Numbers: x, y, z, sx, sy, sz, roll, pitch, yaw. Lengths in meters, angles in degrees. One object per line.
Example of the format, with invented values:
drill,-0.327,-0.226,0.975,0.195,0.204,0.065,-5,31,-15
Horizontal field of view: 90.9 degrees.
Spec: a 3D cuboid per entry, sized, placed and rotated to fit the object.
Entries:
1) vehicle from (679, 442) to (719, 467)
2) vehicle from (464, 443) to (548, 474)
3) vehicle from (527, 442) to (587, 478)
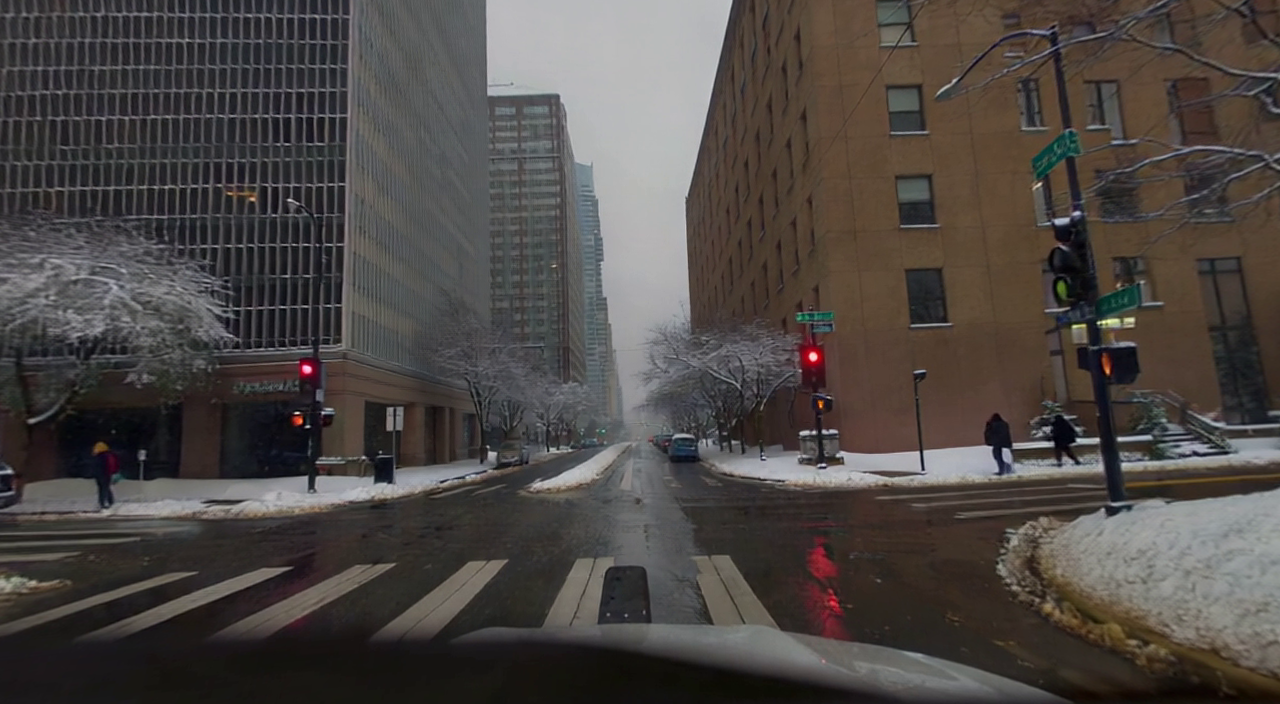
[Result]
vehicle,3.558,6.279,38.863,1.853,1.426,4.160,1,-8,-3
vehicle,-8.011,6.372,38.012,4.526,1.726,1.963,8,-12,-44
vehicle,-3.649,4.824,28.535,1.989,1.481,4.500,0,-8,1
